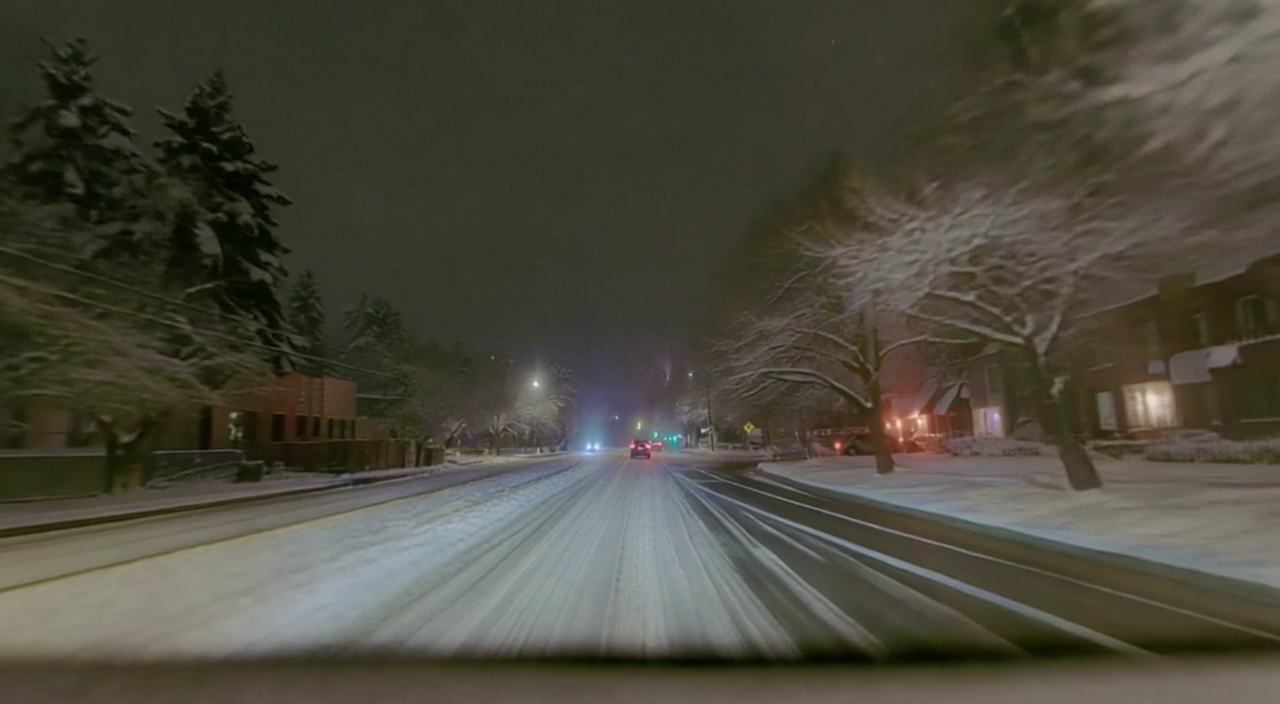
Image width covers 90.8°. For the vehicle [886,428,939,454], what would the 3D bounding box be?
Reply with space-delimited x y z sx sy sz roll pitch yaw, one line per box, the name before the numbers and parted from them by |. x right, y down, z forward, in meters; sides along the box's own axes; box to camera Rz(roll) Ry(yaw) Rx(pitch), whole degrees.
vehicle | 19.612 6.496 45.638 1.924 1.703 4.254 -2 -10 0
